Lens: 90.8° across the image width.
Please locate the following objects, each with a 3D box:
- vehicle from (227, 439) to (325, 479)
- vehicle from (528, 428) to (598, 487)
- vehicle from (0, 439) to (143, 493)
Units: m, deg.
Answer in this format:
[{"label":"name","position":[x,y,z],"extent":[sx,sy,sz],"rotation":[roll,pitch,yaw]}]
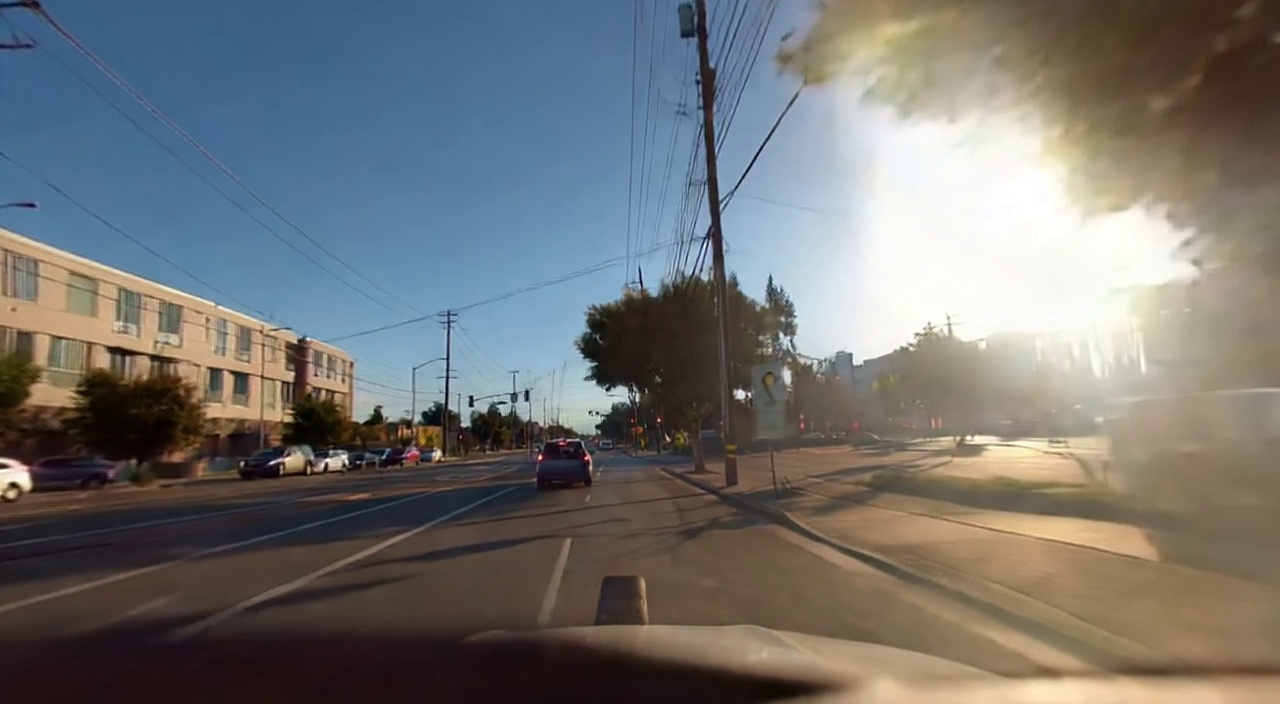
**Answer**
[{"label":"vehicle","position":[-21.630,6.381,37.963],"extent":[2.369,2.159,6.388],"rotation":[0,-8,-3]},{"label":"vehicle","position":[-2.450,3.481,21.079],"extent":[2.022,1.757,4.041],"rotation":[0,-8,-3]},{"label":"vehicle","position":[-27.091,5.302,29.399],"extent":[5.928,2.096,2.250],"rotation":[-3,-7,-3]}]
